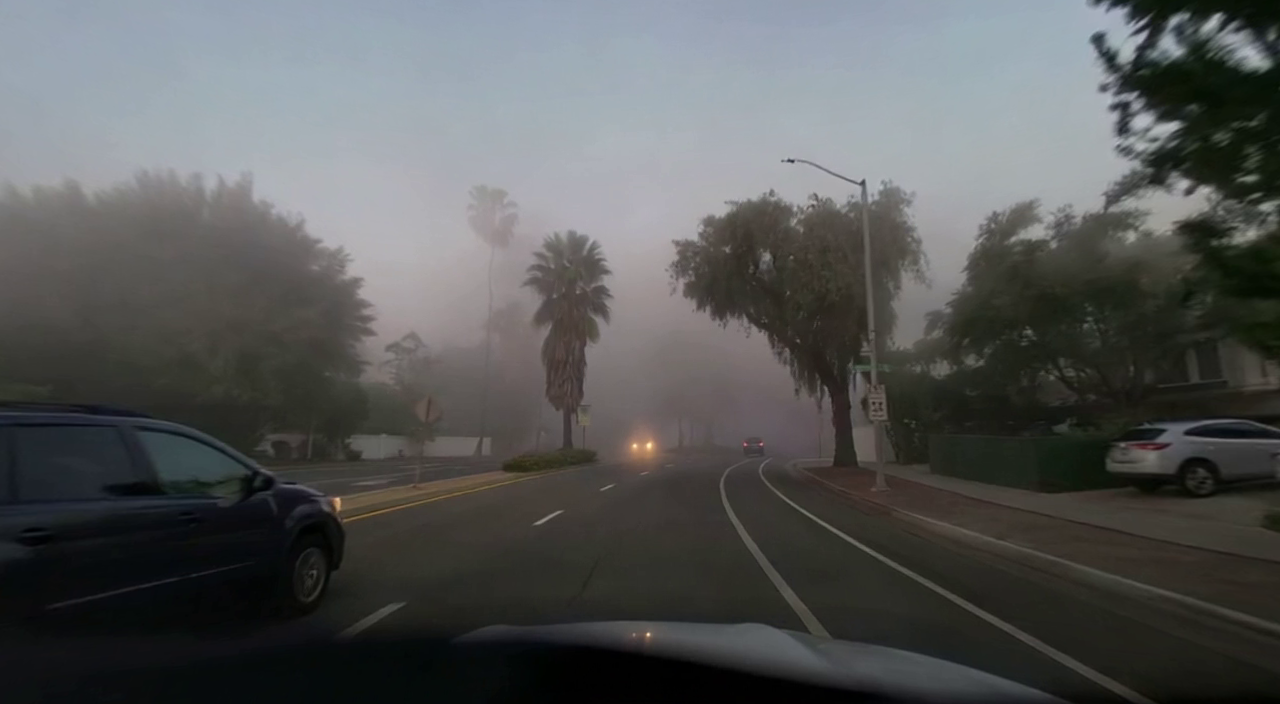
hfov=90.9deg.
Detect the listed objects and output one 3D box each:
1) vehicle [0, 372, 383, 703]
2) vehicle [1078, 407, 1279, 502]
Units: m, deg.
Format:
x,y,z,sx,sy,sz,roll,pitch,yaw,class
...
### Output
x,y,z,sx,sy,sz,roll,pitch,yaw,class
-3.486,0.966,3.333,2.075,1.498,4.730,0,-9,3,vehicle
12.220,2.099,13.040,4.620,1.782,2.139,0,-9,2,vehicle
